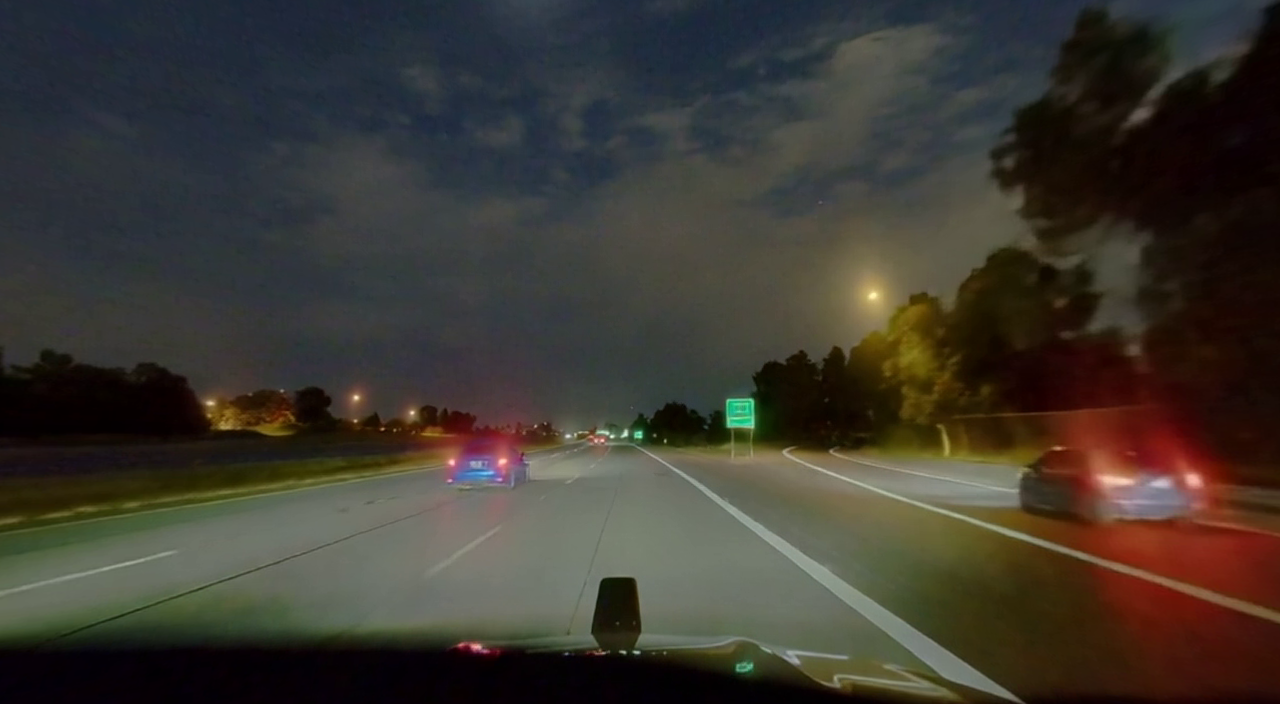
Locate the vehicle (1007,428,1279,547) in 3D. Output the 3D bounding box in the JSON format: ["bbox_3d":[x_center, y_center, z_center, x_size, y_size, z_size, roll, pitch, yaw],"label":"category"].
[{"bbox_3d":[8.722,2.182,11.018,2.084,1.614,4.762,-1,-8,5],"label":"vehicle"}]

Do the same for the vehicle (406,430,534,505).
[{"bbox_3d":[-3.932,2.724,15.350,2.008,1.567,3.959,0,-8,0],"label":"vehicle"}]
